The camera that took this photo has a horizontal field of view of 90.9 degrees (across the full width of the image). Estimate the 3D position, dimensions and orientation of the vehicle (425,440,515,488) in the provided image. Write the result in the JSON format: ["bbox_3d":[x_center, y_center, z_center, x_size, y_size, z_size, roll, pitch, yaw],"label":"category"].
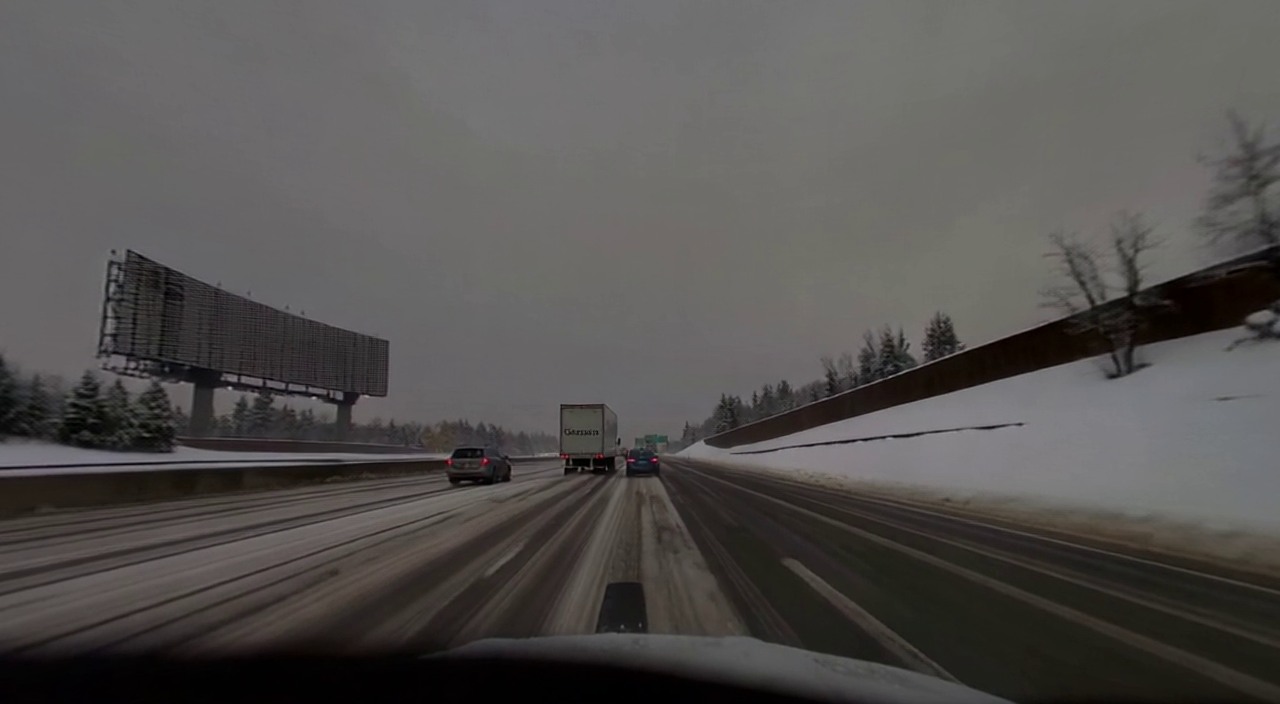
[{"bbox_3d":[-6.408,4.287,24.383,2.124,1.674,4.541,0,-9,1],"label":"vehicle"}]

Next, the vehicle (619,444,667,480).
[{"bbox_3d":[0.167,5.228,30.217,2.168,1.597,3.615,0,-9,1],"label":"vehicle"}]

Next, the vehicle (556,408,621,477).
[{"bbox_3d":[-2.729,5.258,36.332,2.794,3.460,8.595,0,-9,2],"label":"vehicle"}]
